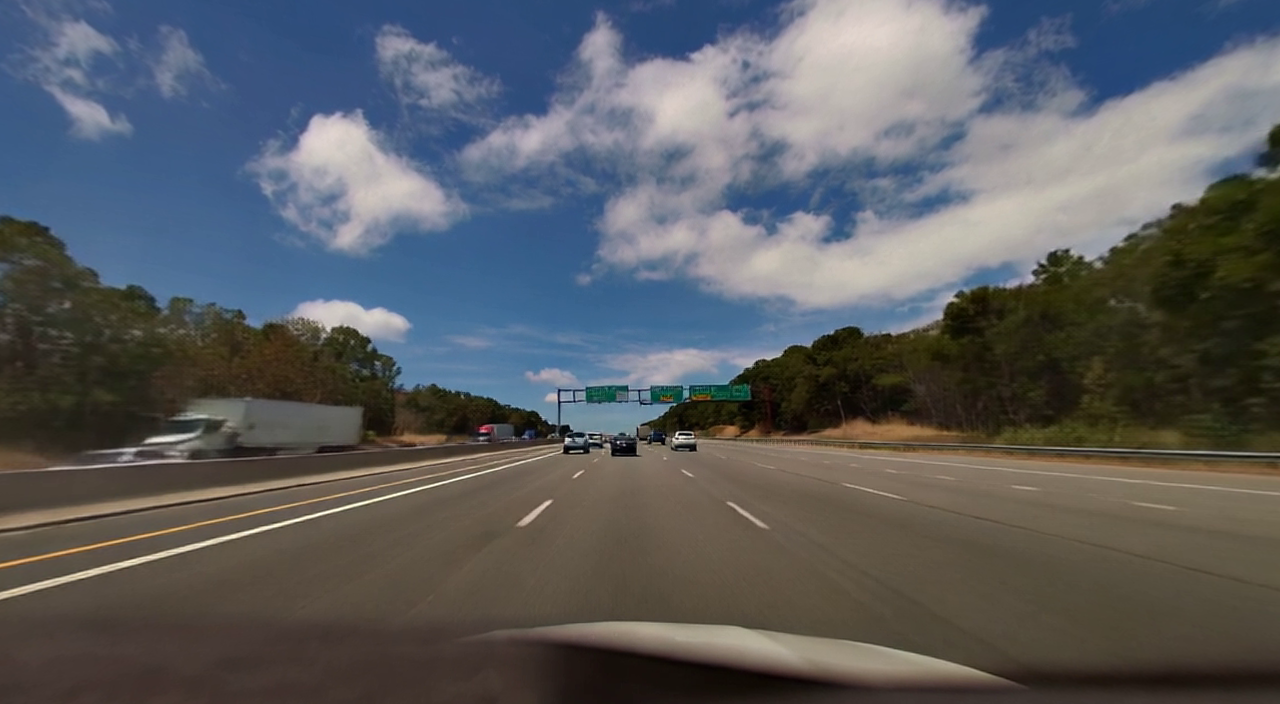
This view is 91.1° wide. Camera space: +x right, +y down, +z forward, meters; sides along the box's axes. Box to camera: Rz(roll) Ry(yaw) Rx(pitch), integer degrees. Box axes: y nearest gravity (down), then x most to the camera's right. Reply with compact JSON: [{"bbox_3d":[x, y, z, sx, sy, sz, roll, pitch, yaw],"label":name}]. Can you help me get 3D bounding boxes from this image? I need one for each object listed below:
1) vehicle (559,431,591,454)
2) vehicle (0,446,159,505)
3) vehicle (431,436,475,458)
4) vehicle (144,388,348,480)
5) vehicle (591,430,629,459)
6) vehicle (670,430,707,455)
[{"bbox_3d":[-4.904,6.917,47.936,2.046,1.658,4.008,0,-8,-1],"label":"vehicle"},{"bbox_3d":[-16.991,3.622,18.931,1.800,1.497,4.109,0,-8,-1],"label":"vehicle"},{"bbox_3d":[-14.080,7.147,47.560,1.969,1.572,4.308,0,-8,0],"label":"vehicle"},{"bbox_3d":[-21.102,4.658,35.572,2.956,4.110,14.125,0,-8,-2],"label":"vehicle"},{"bbox_3d":[-1.793,5.478,37.454,2.119,1.629,3.946,0,-8,-2],"label":"vehicle"},{"bbox_3d":[3.276,6.242,43.523,2.066,1.673,4.225,0,-8,-2],"label":"vehicle"}]
